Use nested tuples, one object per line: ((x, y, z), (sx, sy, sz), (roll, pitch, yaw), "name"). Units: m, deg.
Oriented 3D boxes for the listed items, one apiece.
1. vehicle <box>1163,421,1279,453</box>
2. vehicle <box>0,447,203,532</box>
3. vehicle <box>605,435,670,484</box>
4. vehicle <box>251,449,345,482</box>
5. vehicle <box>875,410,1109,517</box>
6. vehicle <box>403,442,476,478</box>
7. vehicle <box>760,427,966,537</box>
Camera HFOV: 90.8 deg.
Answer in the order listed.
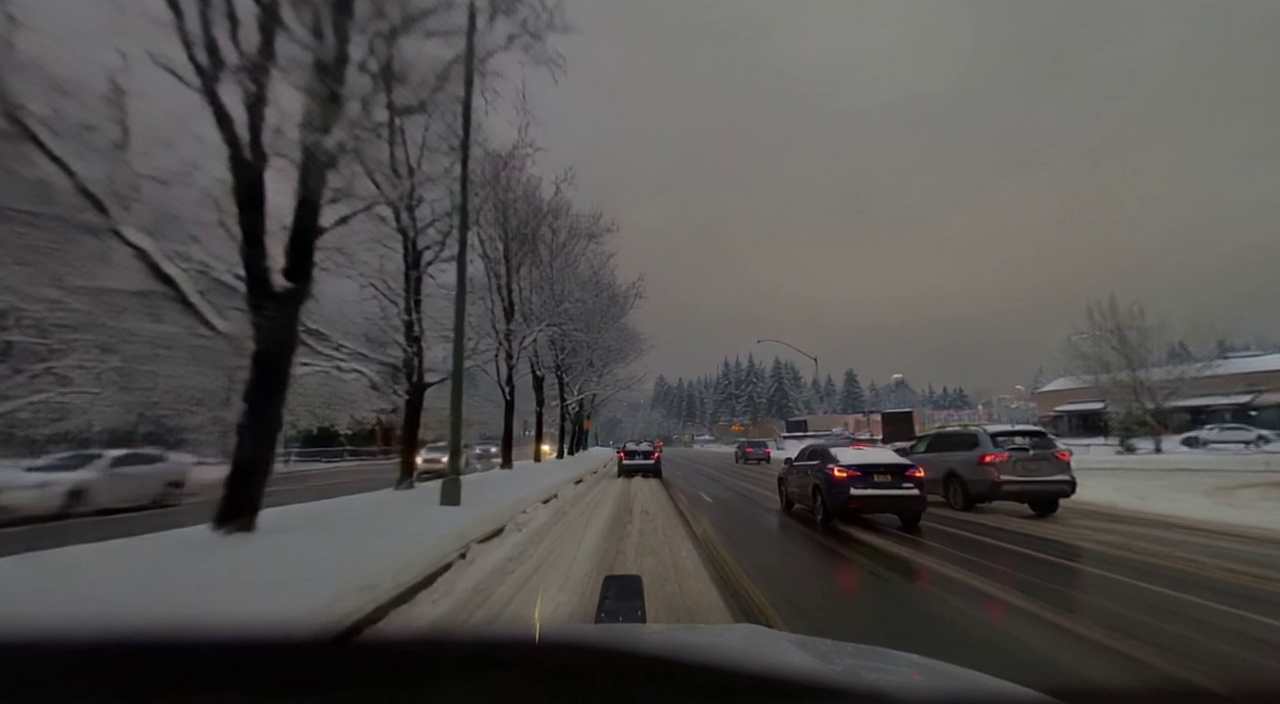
((37.496, 5.457, 40.628), (5.573, 1.973, 2.229), (0, -8, 0), "vehicle")
((-12.009, 2.803, 13.589), (1.931, 1.477, 4.630), (0, -8, 0), "vehicle")
((-0.085, 3.569, 21.228), (1.994, 1.479, 3.647), (0, -8, 0), "vehicle")
((-17.246, 5.725, 32.154), (1.961, 1.462, 4.741), (-1, -8, 3), "vehicle")
((6.945, 2.258, 13.246), (2.134, 1.810, 4.590), (0, -8, -1), "vehicle")
((-9.001, 4.869, 28.720), (1.895, 1.503, 4.237), (0, -8, 0), "vehicle")
((3.424, 2.073, 10.696), (1.858, 1.466, 4.230), (0, -8, -1), "vehicle")
